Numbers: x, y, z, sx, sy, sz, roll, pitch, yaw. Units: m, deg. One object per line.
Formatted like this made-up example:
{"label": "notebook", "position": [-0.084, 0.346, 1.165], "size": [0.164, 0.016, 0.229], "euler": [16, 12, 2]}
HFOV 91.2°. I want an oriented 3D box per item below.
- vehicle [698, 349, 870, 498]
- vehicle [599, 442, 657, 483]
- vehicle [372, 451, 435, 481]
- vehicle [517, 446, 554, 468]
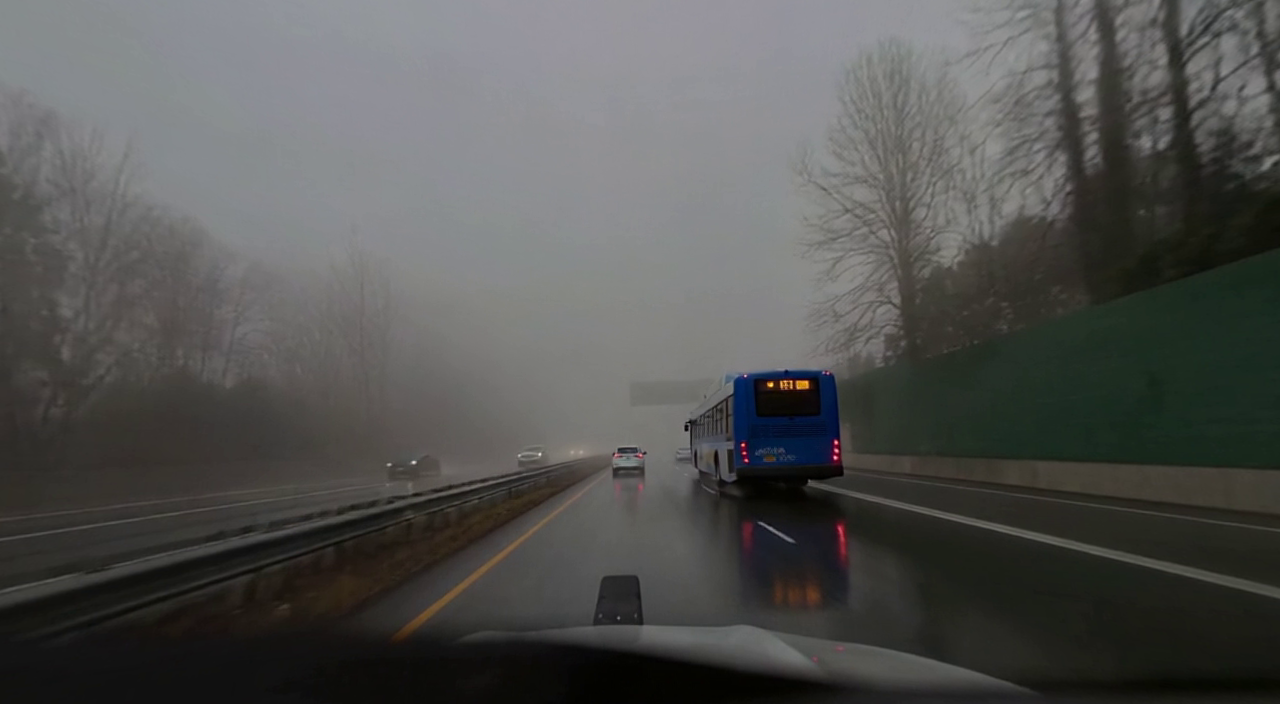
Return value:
{"label": "vehicle", "position": [3.947, 2.636, 21.073], "size": [3.055, 3.479, 12.521], "euler": [-1, -9, 1]}
{"label": "vehicle", "position": [-0.417, 4.491, 25.692], "size": [2.160, 1.532, 4.073], "euler": [-1, -9, 1]}
{"label": "vehicle", "position": [-12.721, 6.125, 33.927], "size": [1.813, 1.456, 3.830], "euler": [-1, -9, 1]}
{"label": "vehicle", "position": [-8.137, 8.260, 49.332], "size": [2.064, 1.648, 4.371], "euler": [-1, -9, 2]}
